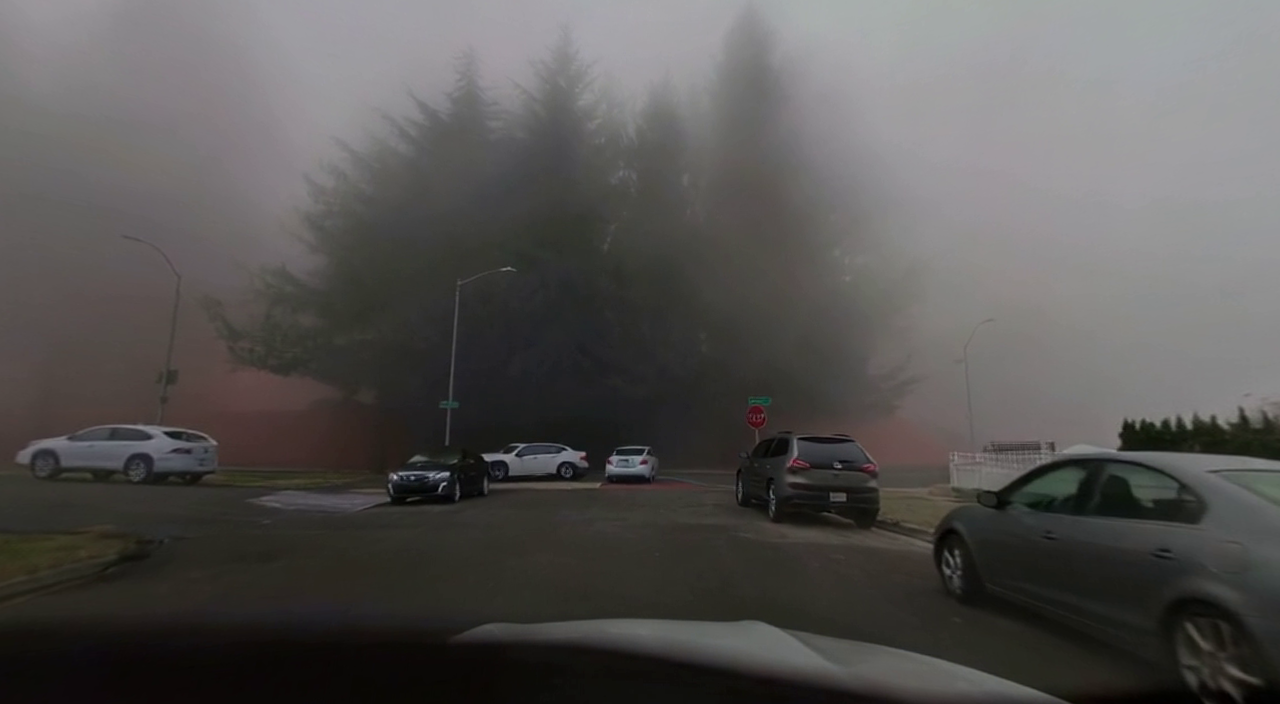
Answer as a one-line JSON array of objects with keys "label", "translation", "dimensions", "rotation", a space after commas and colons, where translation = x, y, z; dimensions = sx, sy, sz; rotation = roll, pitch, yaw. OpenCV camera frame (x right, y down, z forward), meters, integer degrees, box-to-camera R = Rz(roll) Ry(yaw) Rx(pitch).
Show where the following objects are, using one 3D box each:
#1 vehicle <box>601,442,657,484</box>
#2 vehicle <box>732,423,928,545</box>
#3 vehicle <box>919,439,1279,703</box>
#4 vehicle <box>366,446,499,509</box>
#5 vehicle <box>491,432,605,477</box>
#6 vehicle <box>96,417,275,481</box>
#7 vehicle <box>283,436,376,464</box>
[{"label": "vehicle", "translation": [-0.464, 4.311, 24.676], "dimensions": [2.010, 1.499, 4.107], "rotation": [0, -9, -2]}, {"label": "vehicle", "translation": [3.238, 2.324, 11.831], "dimensions": [2.144, 1.751, 4.472], "rotation": [2, -8, -2]}, {"label": "vehicle", "translation": [3.759, 1.313, 3.994], "dimensions": [1.876, 1.477, 4.324], "rotation": [0, -9, -1]}, {"label": "vehicle", "translation": [-5.378, 3.296, 17.058], "dimensions": [1.999, 1.441, 4.628], "rotation": [0, -9, 1]}, {"label": "vehicle", "translation": [-5.264, 5.757, 35.445], "dimensions": [6.249, 2.319, 2.772], "rotation": [-7, -11, 37]}, {"label": "vehicle", "translation": [-16.274, 3.547, 23.035], "dimensions": [2.320, 2.030, 5.730], "rotation": [0, -9, -1]}, {"label": "vehicle", "translation": [-24.132, 7.621, 48.960], "dimensions": [6.027, 1.893, 2.282], "rotation": [2, -8, -1]}]
